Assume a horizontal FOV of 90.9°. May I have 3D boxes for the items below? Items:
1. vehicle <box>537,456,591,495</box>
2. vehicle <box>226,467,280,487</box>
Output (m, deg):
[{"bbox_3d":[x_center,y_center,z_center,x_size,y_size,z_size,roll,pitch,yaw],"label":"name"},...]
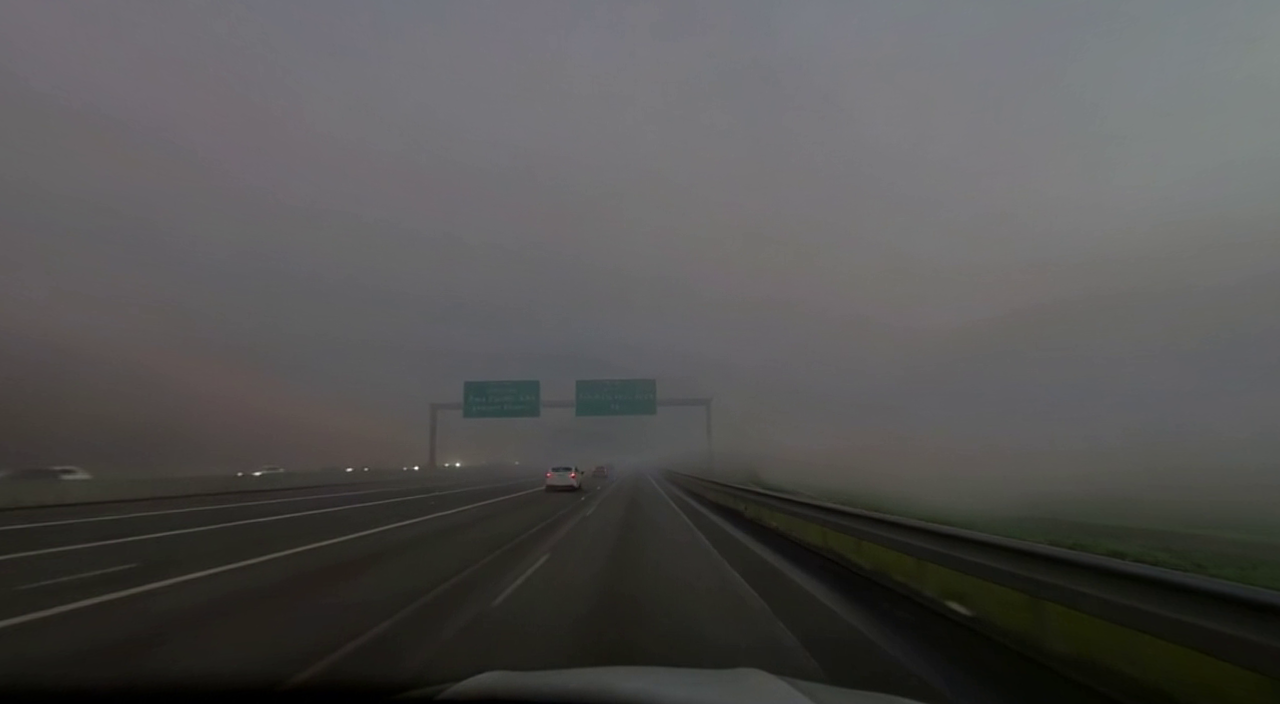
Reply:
[{"bbox_3d":[-3.483,5.756,29.526,2.092,1.642,3.895,1,-11,-1],"label":"vehicle"},{"bbox_3d":[-29.069,9.400,47.398,1.706,1.394,3.719,1,-11,-2],"label":"vehicle"}]
